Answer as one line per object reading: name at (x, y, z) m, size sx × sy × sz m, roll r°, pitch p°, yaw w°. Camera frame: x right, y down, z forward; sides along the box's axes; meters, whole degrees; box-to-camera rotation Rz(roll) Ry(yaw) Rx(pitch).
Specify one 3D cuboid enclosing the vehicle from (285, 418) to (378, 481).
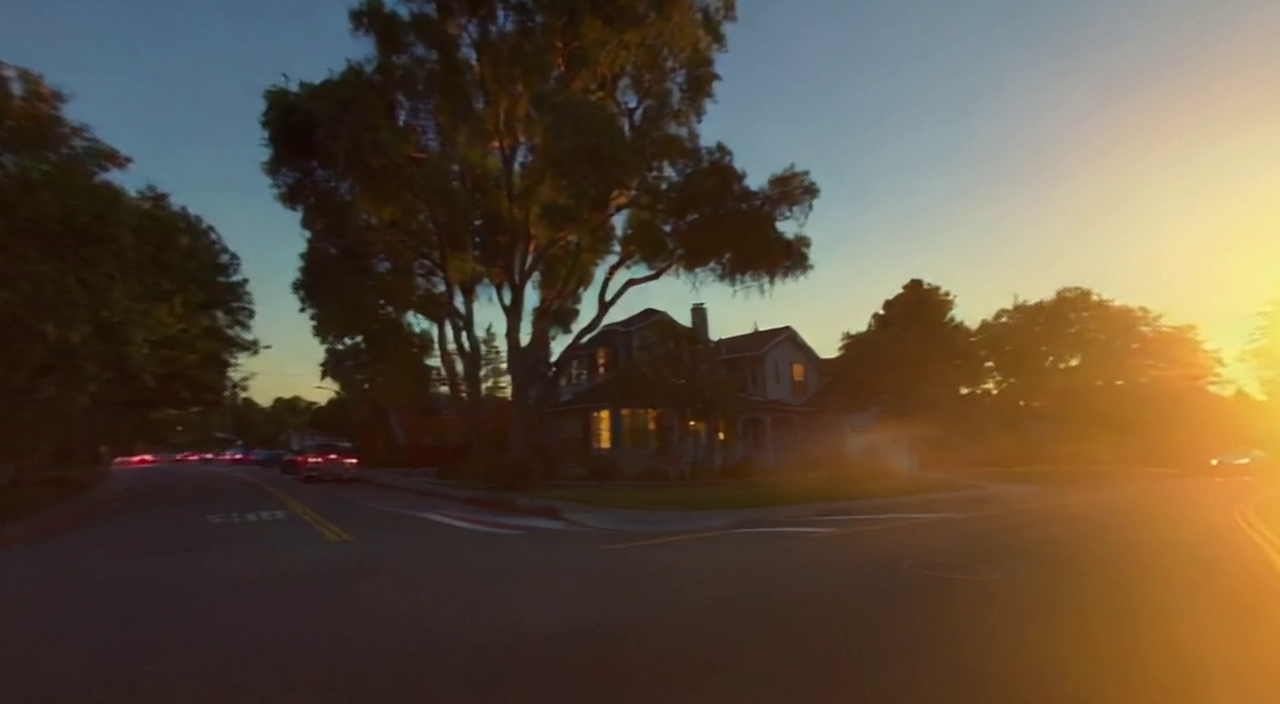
vehicle at (-16.866, 5.187, 34.289) m, size 2.718 × 3.089 × 6.380 m, roll 8°, pitch -10°, yaw -41°
